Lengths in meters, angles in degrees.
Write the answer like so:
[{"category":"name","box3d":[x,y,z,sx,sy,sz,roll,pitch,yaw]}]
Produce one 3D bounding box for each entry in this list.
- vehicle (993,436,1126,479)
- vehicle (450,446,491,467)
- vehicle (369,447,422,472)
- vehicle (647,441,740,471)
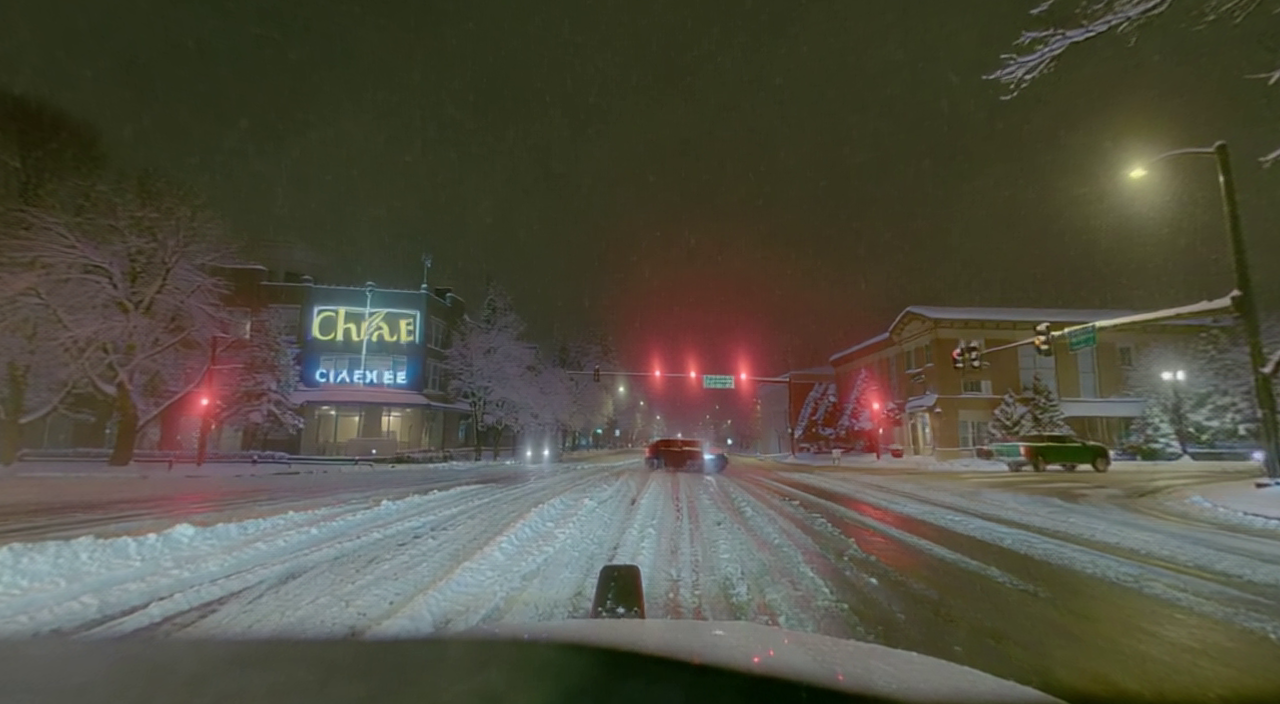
[{"category":"vehicle","box3d":[20.365,5.069,30.697,5.667,1.927,2.289,3,-9,-20]},{"category":"vehicle","box3d":[-12.605,7.766,47.095,1.946,1.474,4.008,0,-9,0]},{"category":"vehicle","box3d":[-16.257,7.142,42.243,1.883,1.586,4.297,0,-9,0]},{"category":"vehicle","box3d":[2.779,5.420,33.019,4.457,1.464,1.879,-5,-10,32]}]
